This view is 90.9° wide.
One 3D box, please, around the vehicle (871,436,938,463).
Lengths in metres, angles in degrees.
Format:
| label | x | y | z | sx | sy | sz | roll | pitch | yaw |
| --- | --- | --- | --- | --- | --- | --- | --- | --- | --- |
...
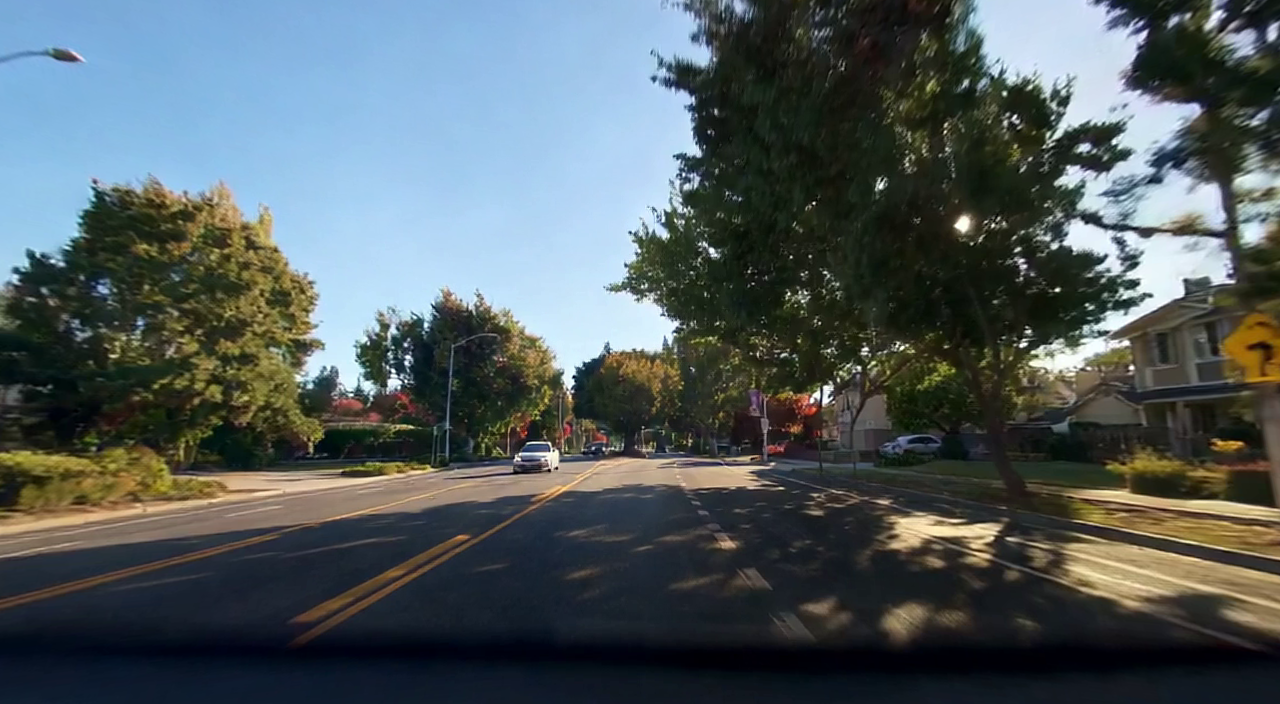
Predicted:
| label | x | y | z | sx | sy | sz | roll | pitch | yaw |
| --- | --- | --- | --- | --- | --- | --- | --- | --- | --- |
| vehicle | 16.086 | 5.964 | 38.568 | 1.901 | 1.547 | 4.411 | 0 | -9 | -4 |

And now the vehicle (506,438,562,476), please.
| label | x | y | z | sx | sy | sz | roll | pitch | yaw |
| --- | --- | --- | --- | --- | --- | --- | --- | --- | --- |
| vehicle | -4.568 | 4.571 | 27.666 | 1.774 | 1.525 | 3.897 | 0 | -9 | 0 |
